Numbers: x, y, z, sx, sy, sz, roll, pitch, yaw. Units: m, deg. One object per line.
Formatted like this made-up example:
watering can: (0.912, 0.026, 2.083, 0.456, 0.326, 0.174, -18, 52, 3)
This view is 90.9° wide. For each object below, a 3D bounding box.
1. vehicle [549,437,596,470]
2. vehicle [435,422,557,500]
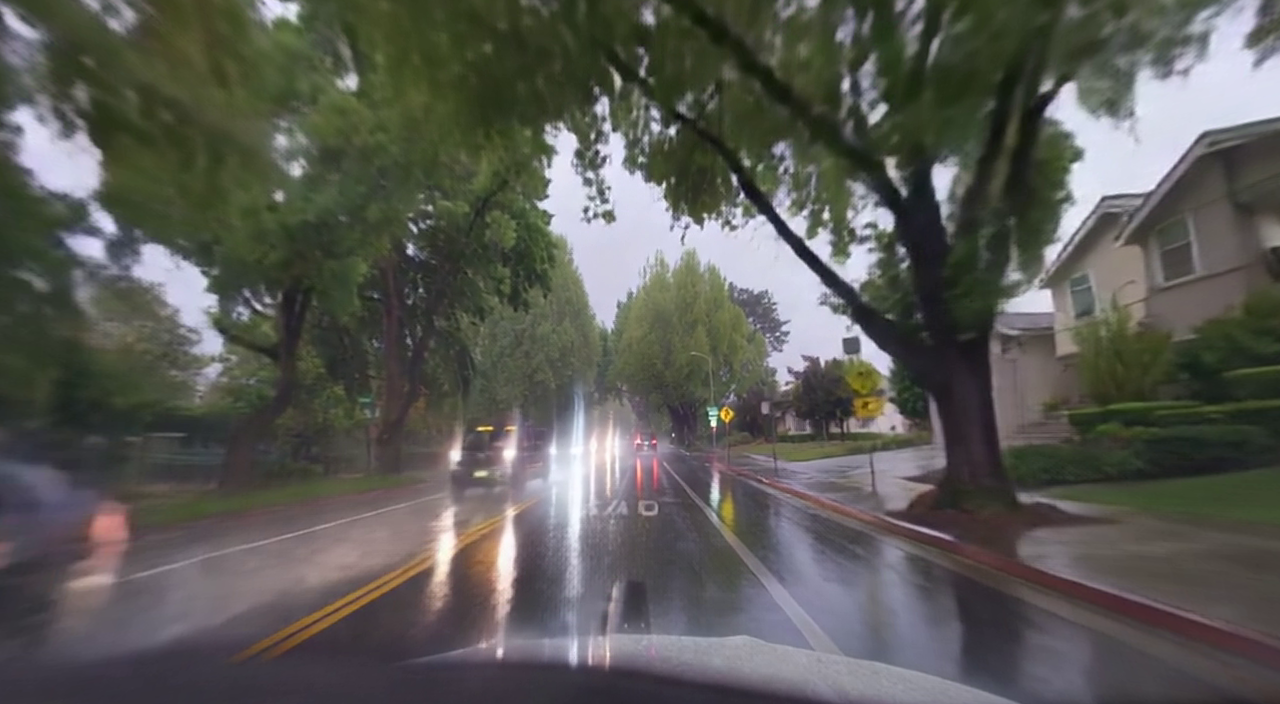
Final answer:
vehicle: (-3.891, 5.922, 36.956, 2.134, 1.821, 4.719, 0, -8, 1)
vehicle: (-4.032, 3.155, 18.749, 2.267, 1.975, 5.112, 0, -8, 2)
